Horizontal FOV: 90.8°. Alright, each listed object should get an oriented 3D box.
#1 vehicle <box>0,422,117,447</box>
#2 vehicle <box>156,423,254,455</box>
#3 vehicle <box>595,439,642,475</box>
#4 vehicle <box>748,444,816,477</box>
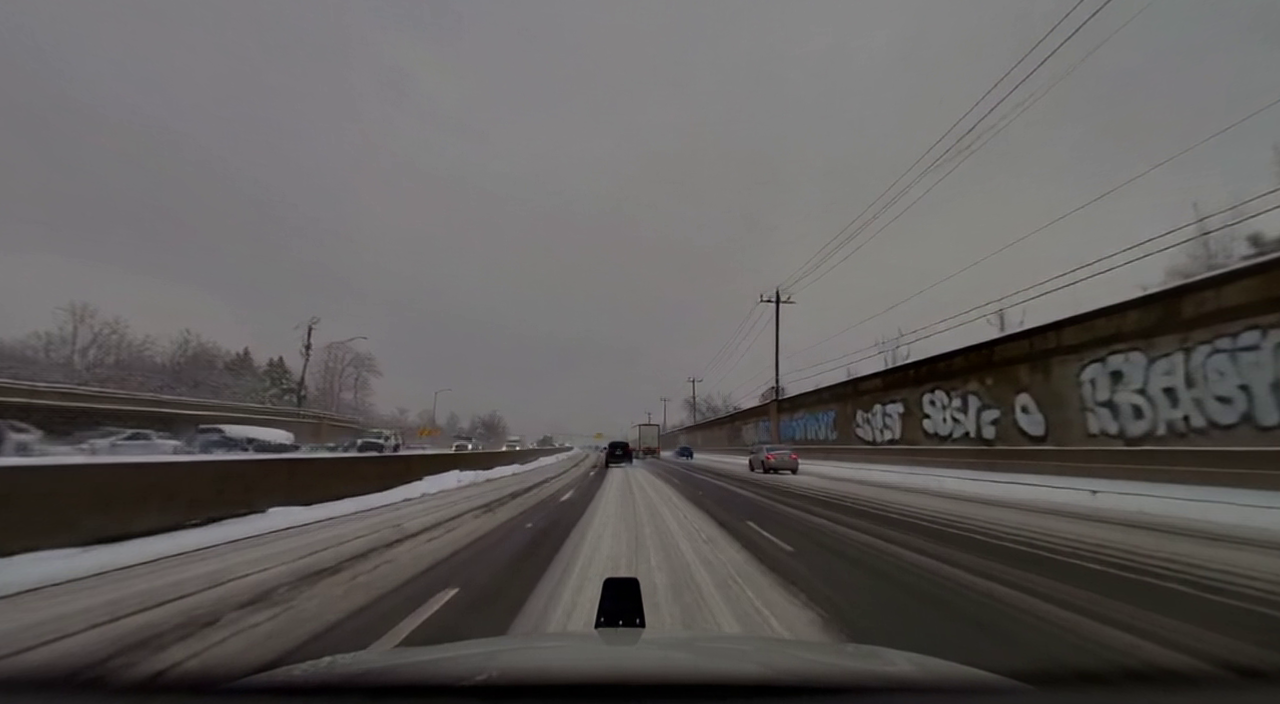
[{"bbox_3d":[-30.719,4.366,33.258,4.589,1.209,2.187,5,-10,-32],"label":"vehicle"},{"bbox_3d":[-31.592,6.352,45.965,5.594,2.183,2.388,6,-11,-36],"label":"vehicle"},{"bbox_3d":[-1.053,5.220,31.481,2.191,1.685,3.353,0,-9,-2],"label":"vehicle"},{"bbox_3d":[6.797,5.250,30.831,2.018,1.451,4.762,0,-9,-2],"label":"vehicle"}]
